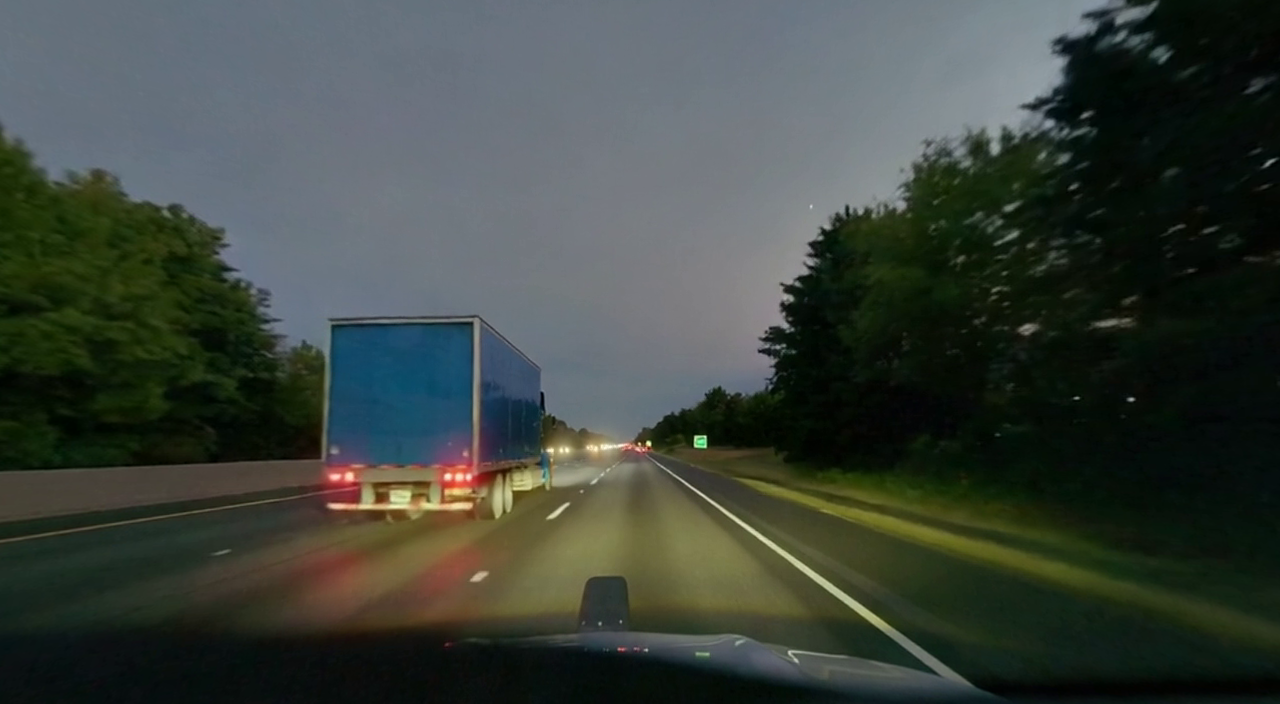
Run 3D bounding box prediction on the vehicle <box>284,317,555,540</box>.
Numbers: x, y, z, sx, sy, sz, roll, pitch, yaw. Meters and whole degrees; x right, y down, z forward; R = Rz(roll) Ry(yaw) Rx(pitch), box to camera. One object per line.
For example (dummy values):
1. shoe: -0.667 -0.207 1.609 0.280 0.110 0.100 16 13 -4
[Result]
1. vehicle: -3.800 1.715 13.513 2.874 3.309 8.208 0 -9 -1
